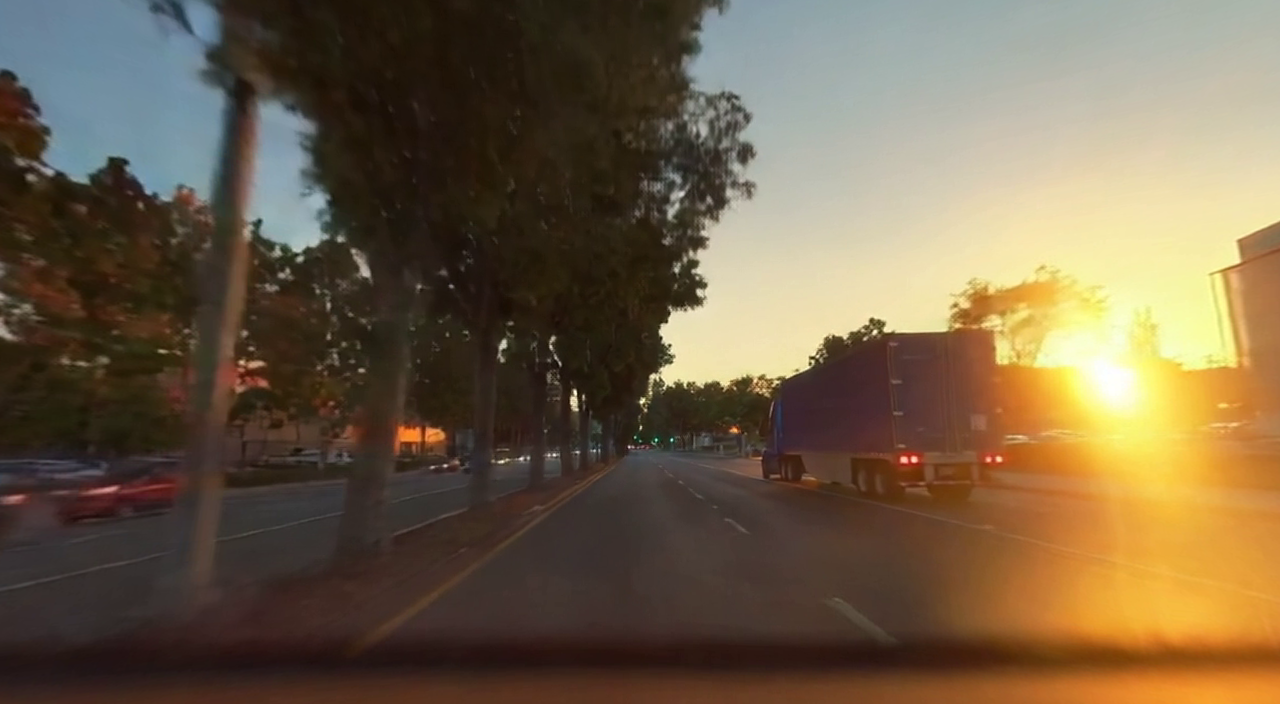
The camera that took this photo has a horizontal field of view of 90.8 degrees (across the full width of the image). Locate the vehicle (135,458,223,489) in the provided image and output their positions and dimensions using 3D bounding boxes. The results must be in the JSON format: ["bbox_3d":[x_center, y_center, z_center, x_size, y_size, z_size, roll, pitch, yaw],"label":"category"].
[{"bbox_3d":[-30.313,7.965,41.769,1.995,1.773,4.984,-4,-10,1],"label":"vehicle"}]

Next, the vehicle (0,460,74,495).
[{"bbox_3d":[-33.906,6.693,33.880,2.008,1.710,5.515,0,-9,0],"label":"vehicle"}]

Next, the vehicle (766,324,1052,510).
[{"bbox_3d":[6.605,2.164,18.654,3.120,3.794,11.510,0,-9,-1],"label":"vehicle"}]

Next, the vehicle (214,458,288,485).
[{"bbox_3d":[-27.930,8.573,45.617,2.037,1.764,5.556,0,-9,-4],"label":"vehicle"}]

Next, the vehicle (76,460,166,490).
[{"bbox_3d":[-33.931,8.047,41.498,1.963,1.756,4.606,0,-9,0],"label":"vehicle"}]

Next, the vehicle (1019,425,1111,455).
[{"bbox_3d":[32.401,6.716,48.318,5.310,2.217,2.276,0,-8,2],"label":"vehicle"}]
